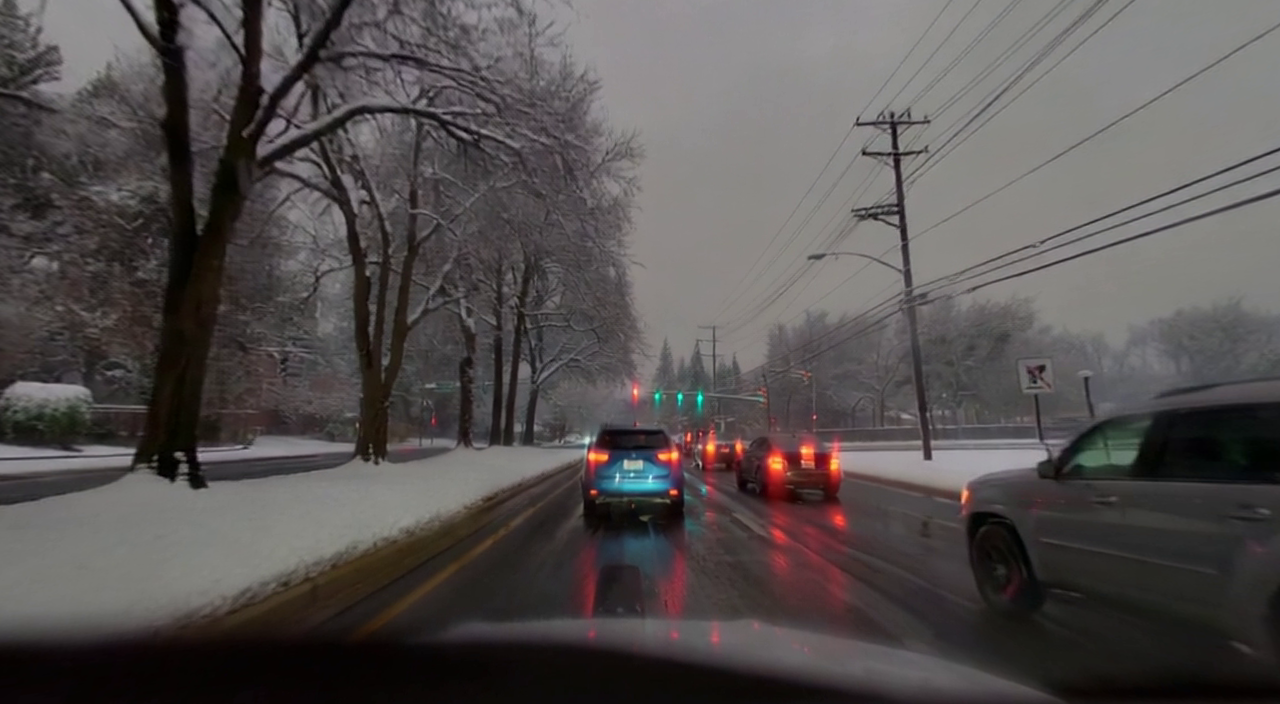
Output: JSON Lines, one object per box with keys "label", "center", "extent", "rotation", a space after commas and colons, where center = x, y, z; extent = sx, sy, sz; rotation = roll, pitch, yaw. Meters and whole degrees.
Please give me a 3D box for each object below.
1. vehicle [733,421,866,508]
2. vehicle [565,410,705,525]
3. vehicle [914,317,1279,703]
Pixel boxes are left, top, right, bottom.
{"label": "vehicle", "center": [3.380, 2.465, 14.181], "extent": [1.923, 1.653, 3.703], "rotation": [0, -8, -1]}
{"label": "vehicle", "center": [-0.125, 2.095, 11.916], "extent": [2.163, 1.746, 4.073], "rotation": [0, -8, -1]}
{"label": "vehicle", "center": [3.813, 0.893, 3.496], "extent": [2.254, 1.840, 4.918], "rotation": [0, -8, -1]}
